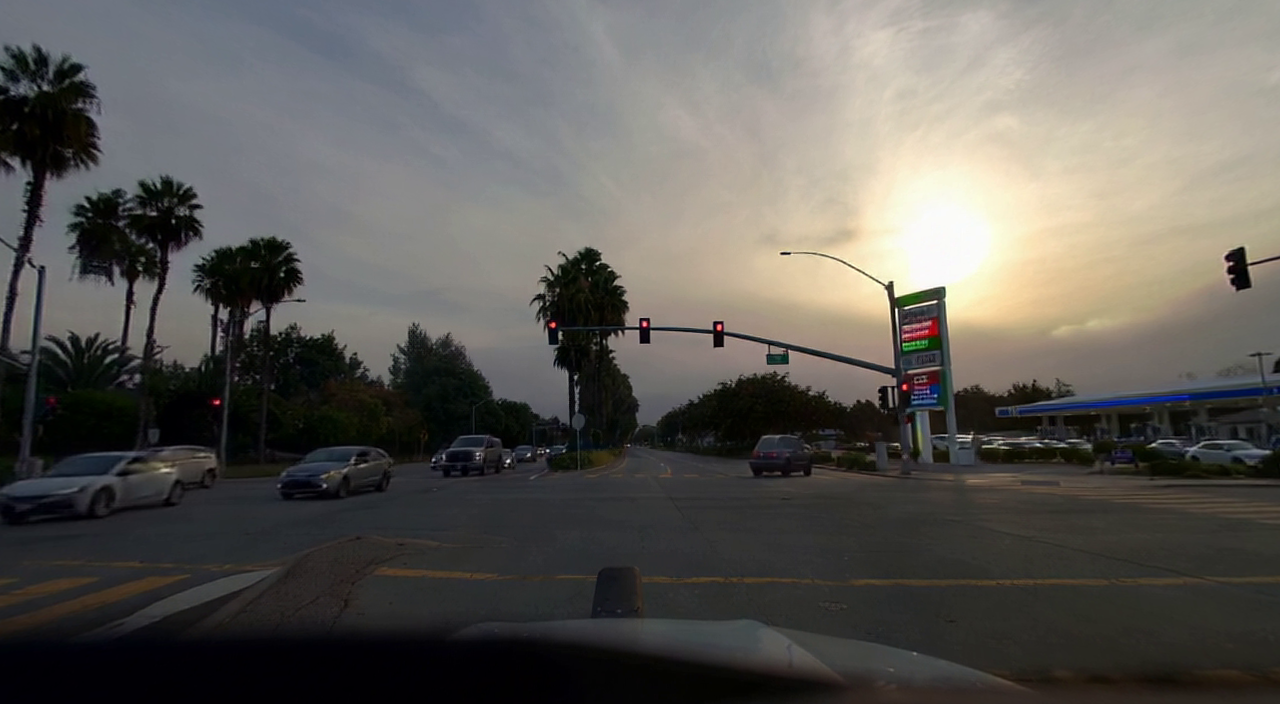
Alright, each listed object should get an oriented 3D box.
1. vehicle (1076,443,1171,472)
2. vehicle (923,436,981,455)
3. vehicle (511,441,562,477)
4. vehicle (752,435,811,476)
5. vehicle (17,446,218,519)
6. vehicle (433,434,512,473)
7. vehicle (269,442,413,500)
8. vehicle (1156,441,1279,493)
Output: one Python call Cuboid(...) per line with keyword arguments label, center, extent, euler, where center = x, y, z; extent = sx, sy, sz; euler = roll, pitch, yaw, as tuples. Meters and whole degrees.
Cuboid(label="vehicle", center=(24.253, 5.299, 31.744), extent=(3.474, 1.376, 1.538), euler=(0, -9, -2))
Cuboid(label="vehicle", center=(22.525, 6.765, 45.666), extent=(3.356, 1.395, 1.559), euler=(0, -9, -1))
Cuboid(label="vehicle", center=(-4.642, 4.872, 28.954), extent=(2.079, 1.490, 5.064), euler=(1, -9, -7))
Cuboid(label="vehicle", center=(6.802, 4.885, 29.961), extent=(1.929, 1.719, 4.892), euler=(-3, -9, 21))
Cuboid(label="vehicle", center=(-11.871, 2.935, 14.706), extent=(1.633, 1.460, 3.540), euler=(0, -9, -1))
Cuboid(label="vehicle", center=(-8.668, 5.337, 33.407), extent=(2.609, 1.865, 5.875), euler=(0, -9, 0))
Cuboid(label="vehicle", center=(-8.750, 3.515, 19.086), extent=(2.034, 1.510, 4.647), euler=(0, -9, 1))
Cuboid(label="vehicle", center=(18.667, 3.403, 18.827), extent=(5.015, 1.446, 1.862), euler=(0, -9, -3))
